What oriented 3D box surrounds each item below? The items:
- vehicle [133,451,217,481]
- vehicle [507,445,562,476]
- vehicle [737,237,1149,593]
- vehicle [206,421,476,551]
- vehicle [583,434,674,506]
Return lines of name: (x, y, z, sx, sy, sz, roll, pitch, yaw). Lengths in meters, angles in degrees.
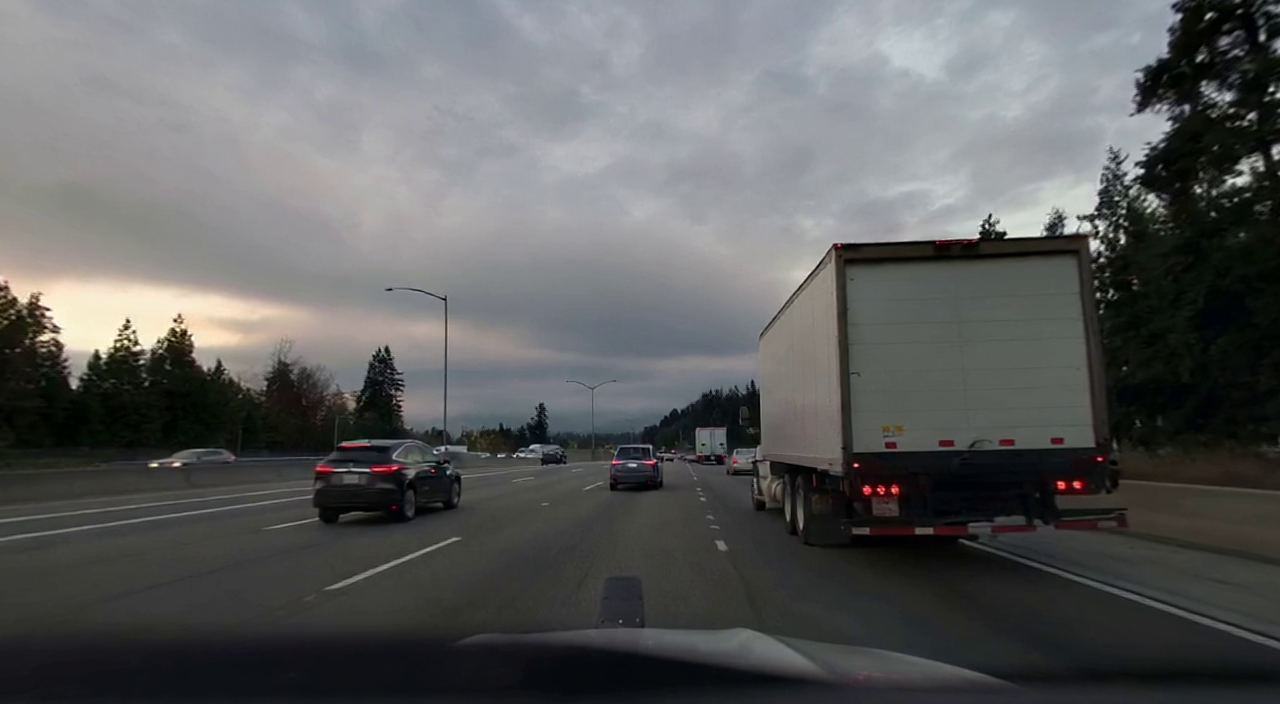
vehicle: (-23.216, 5.660, 31.669, 1.480, 1.368, 3.325, -1, -9, 5)
vehicle: (-5.907, 6.112, 35.869, 1.958, 1.633, 4.568, -1, -9, 5)
vehicle: (3.577, 1.205, 10.608, 2.836, 3.508, 8.723, 0, -9, 2)
vehicle: (-4.617, 2.134, 10.827, 1.988, 1.696, 4.754, -1, -9, 5)
vehicle: (-0.161, 3.208, 17.658, 2.103, 1.717, 4.399, -1, -9, 5)
